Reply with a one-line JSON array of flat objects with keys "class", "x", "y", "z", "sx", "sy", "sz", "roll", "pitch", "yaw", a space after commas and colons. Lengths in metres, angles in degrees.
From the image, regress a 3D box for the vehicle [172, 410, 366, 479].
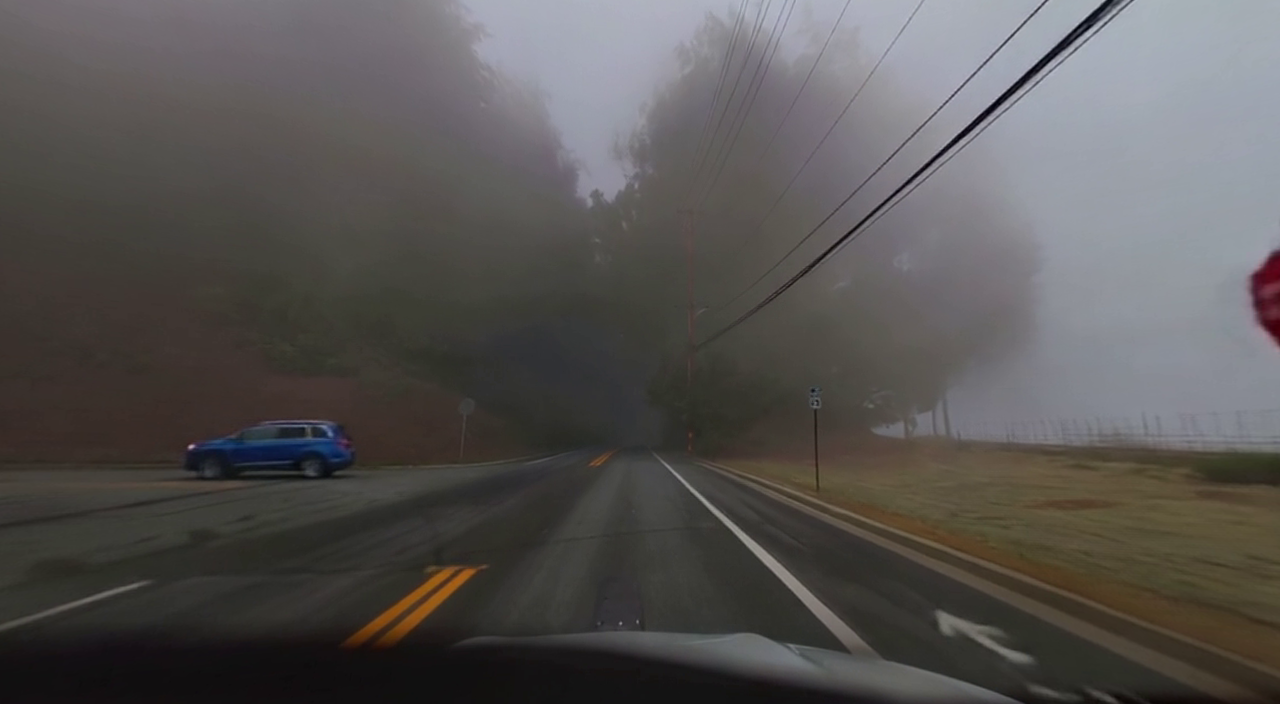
[{"class": "vehicle", "x": -11.860, "y": 3.006, "z": 20.488, "sx": 5.020, "sy": 1.973, "sz": 2.348, "roll": 5, "pitch": -10, "yaw": -32}]
